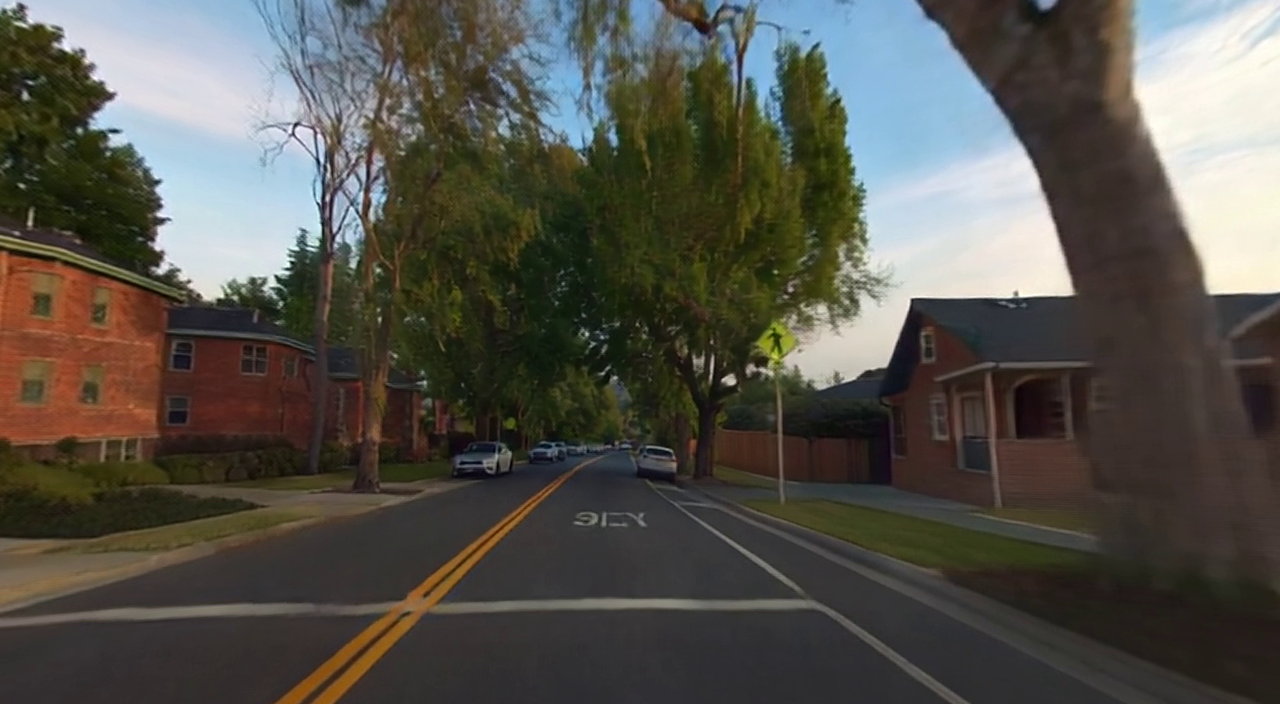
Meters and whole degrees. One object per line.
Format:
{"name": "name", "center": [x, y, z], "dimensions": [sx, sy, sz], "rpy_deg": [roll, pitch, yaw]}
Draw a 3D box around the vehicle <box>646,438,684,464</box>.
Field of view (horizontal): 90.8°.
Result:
{"name": "vehicle", "center": [1.758, 7.211, 46.463], "dimensions": [1.937, 1.752, 4.574], "rpy_deg": [2, -8, -8]}
